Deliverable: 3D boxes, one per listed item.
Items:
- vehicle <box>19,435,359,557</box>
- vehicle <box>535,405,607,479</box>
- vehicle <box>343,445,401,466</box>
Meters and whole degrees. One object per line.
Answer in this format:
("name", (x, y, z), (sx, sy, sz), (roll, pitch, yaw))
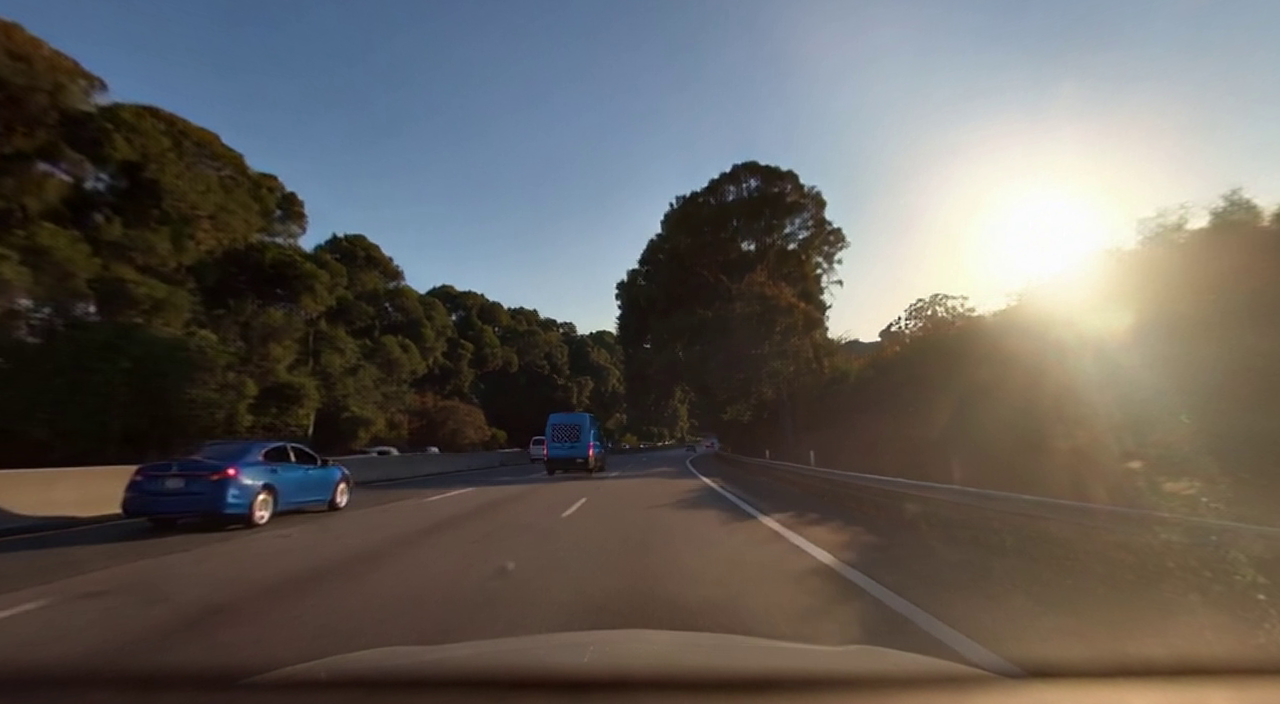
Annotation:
("vehicle", (-6.401, 2.042, 9.810), (1.947, 1.438, 4.440), (0, -8, 1))
("vehicle", (-2.843, 3.910, 27.470), (2.319, 2.883, 5.632), (0, -8, 2))
("vehicle", (-19.346, 7.469, 45.762), (1.905, 1.469, 4.566), (-1, -8, 4))
